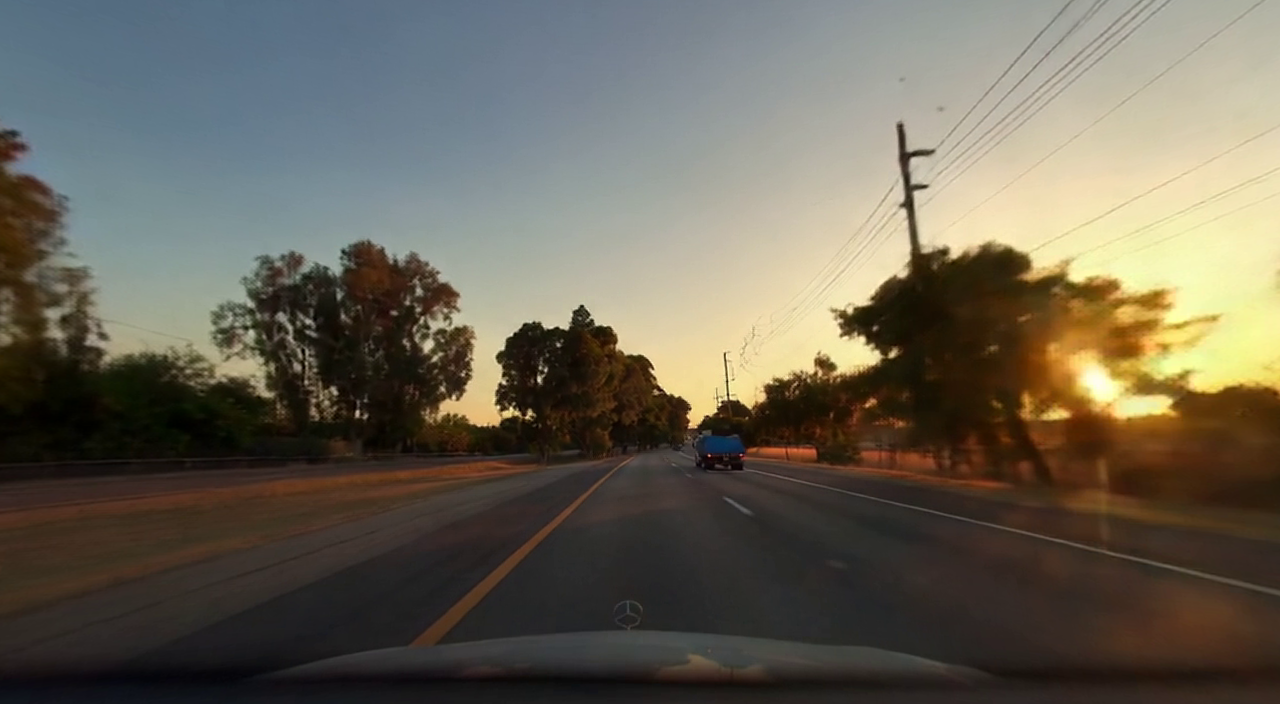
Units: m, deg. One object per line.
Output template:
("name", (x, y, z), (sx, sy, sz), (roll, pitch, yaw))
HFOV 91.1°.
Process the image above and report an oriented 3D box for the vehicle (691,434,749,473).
("vehicle", (4.077, 5.275, 32.930), (2.228, 1.852, 5.449), (0, -8, -1))
